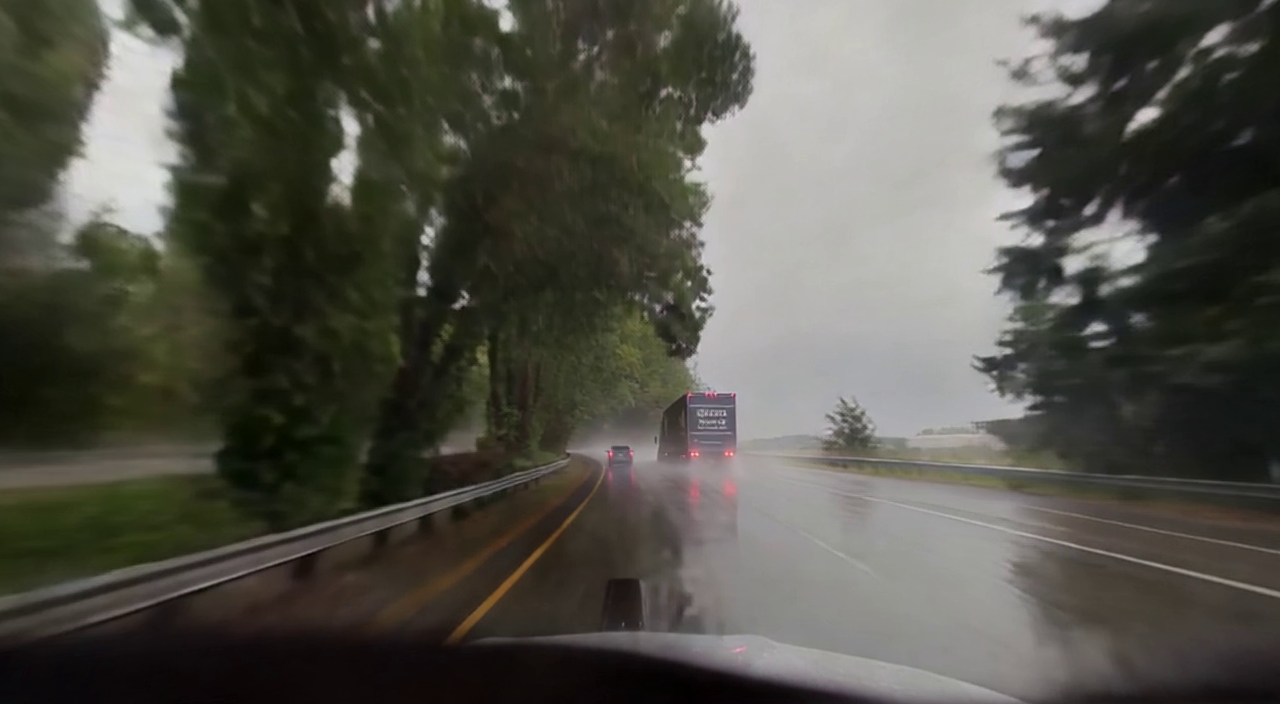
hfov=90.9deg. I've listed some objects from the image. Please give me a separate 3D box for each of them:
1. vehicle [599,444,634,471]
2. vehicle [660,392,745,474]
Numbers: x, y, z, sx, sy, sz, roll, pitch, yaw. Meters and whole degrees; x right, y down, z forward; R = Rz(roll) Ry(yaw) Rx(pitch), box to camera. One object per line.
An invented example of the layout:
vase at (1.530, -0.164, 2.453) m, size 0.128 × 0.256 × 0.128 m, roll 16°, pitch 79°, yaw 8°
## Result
vehicle at (-1.353, 6.042, 36.210) m, size 1.913 × 1.460 × 3.610 m, roll 0°, pitch -9°, yaw -2°
vehicle at (3.333, 5.089, 38.307) m, size 2.951 × 4.012 × 14.203 m, roll 1°, pitch -9°, yaw -3°
